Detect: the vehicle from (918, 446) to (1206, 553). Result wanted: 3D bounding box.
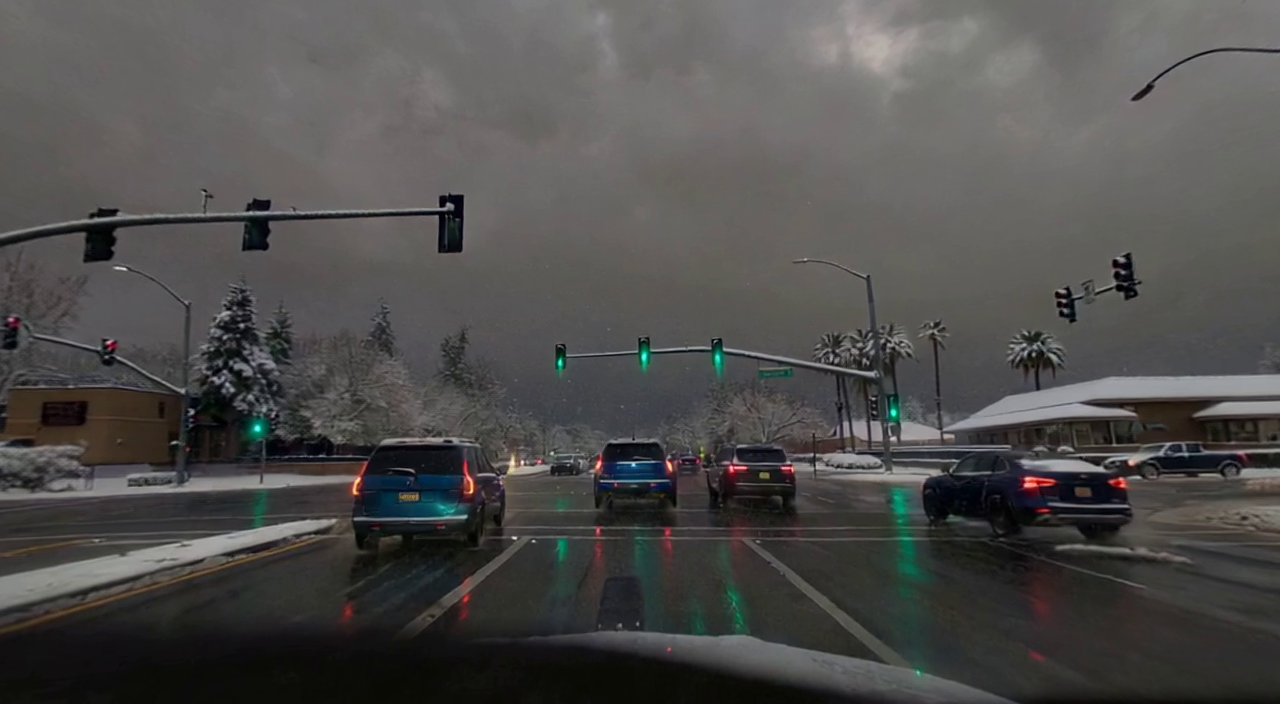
[{"bbox_3d":[6.793,2.364,10.927,1.944,1.447,4.309,0,-9,-1],"label":"vehicle"}]

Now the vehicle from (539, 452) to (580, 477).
[{"bbox_3d":[-5.067,7.163,40.317,2.030,1.441,4.324,0,-9,1],"label":"vehicle"}]

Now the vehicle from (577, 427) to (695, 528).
[{"bbox_3d":[-0.134,2.593,13.602,2.151,1.787,4.109,0,-9,-2],"label":"vehicle"}]

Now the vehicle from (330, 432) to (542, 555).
[{"bbox_3d":[-3.129,2.272,10.897,2.201,1.644,4.465,0,-9,-1],"label":"vehicle"}]

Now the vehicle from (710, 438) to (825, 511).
[{"bbox_3d":[3.274,3.232,17.204,2.112,1.710,4.234,0,-9,-2],"label":"vehicle"}]
